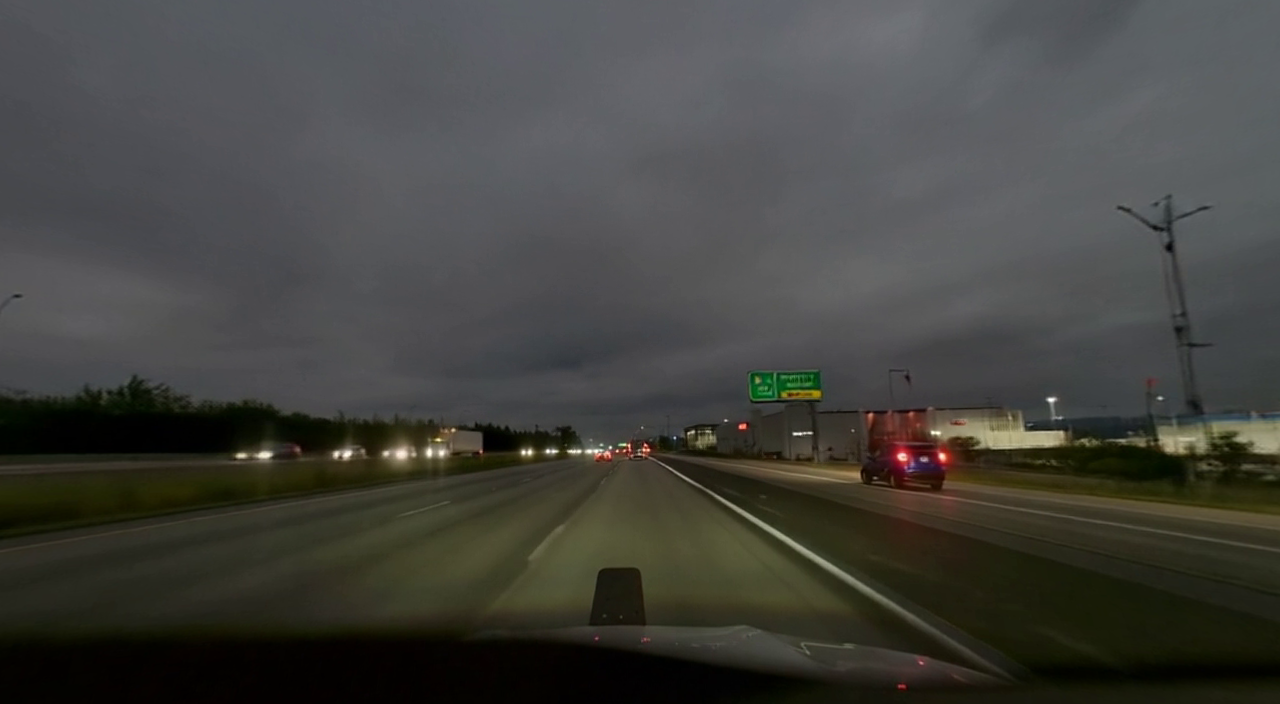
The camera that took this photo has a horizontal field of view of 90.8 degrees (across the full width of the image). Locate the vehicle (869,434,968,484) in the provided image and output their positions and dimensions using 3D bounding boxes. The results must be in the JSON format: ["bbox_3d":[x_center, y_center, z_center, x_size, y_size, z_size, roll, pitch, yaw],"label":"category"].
[{"bbox_3d":[14.162,5.485,32.522,2.411,2.326,5.300,0,-9,-3],"label":"vehicle"}]

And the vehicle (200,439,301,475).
[{"bbox_3d":[-20.206,5.473,33.074,2.109,1.684,5.028,0,-9,-1],"label":"vehicle"}]
